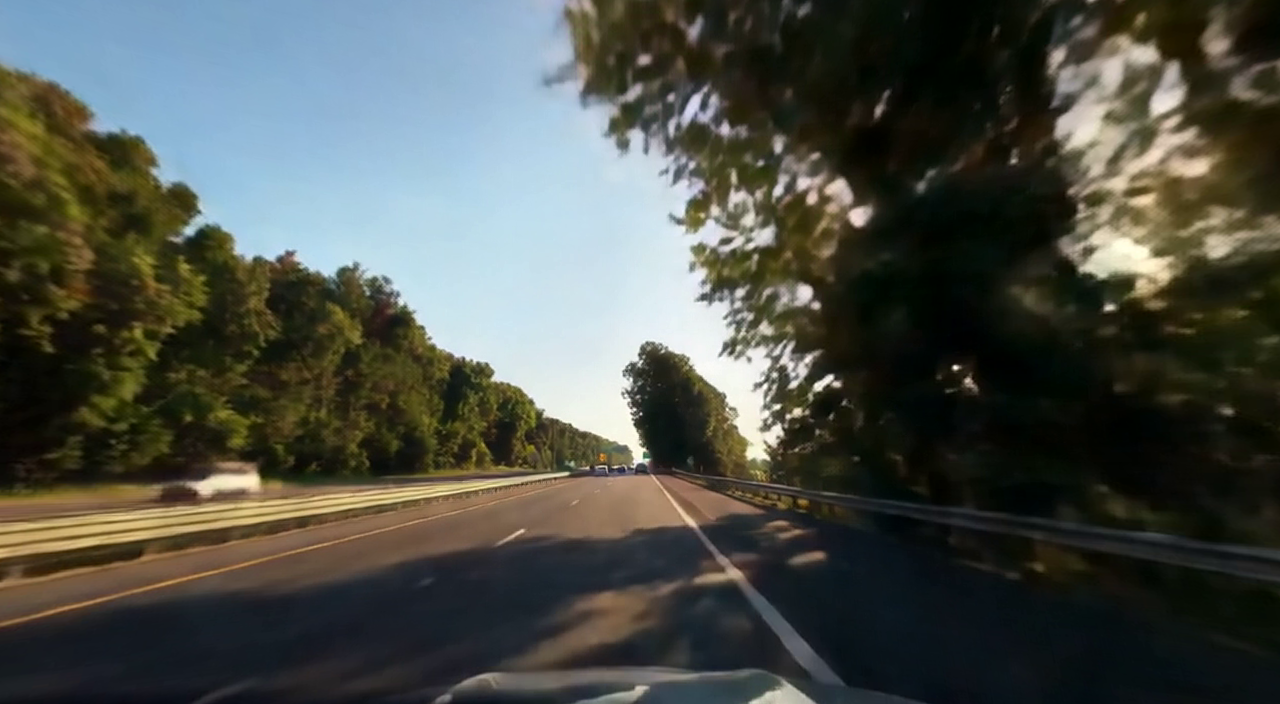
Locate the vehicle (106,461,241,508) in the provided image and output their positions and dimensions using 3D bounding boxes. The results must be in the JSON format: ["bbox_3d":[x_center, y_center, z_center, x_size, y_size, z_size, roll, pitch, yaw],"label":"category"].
[{"bbox_3d":[-17.166,4.884,23.467,1.837,1.531,4.010,1,-10,1],"label":"vehicle"}]
